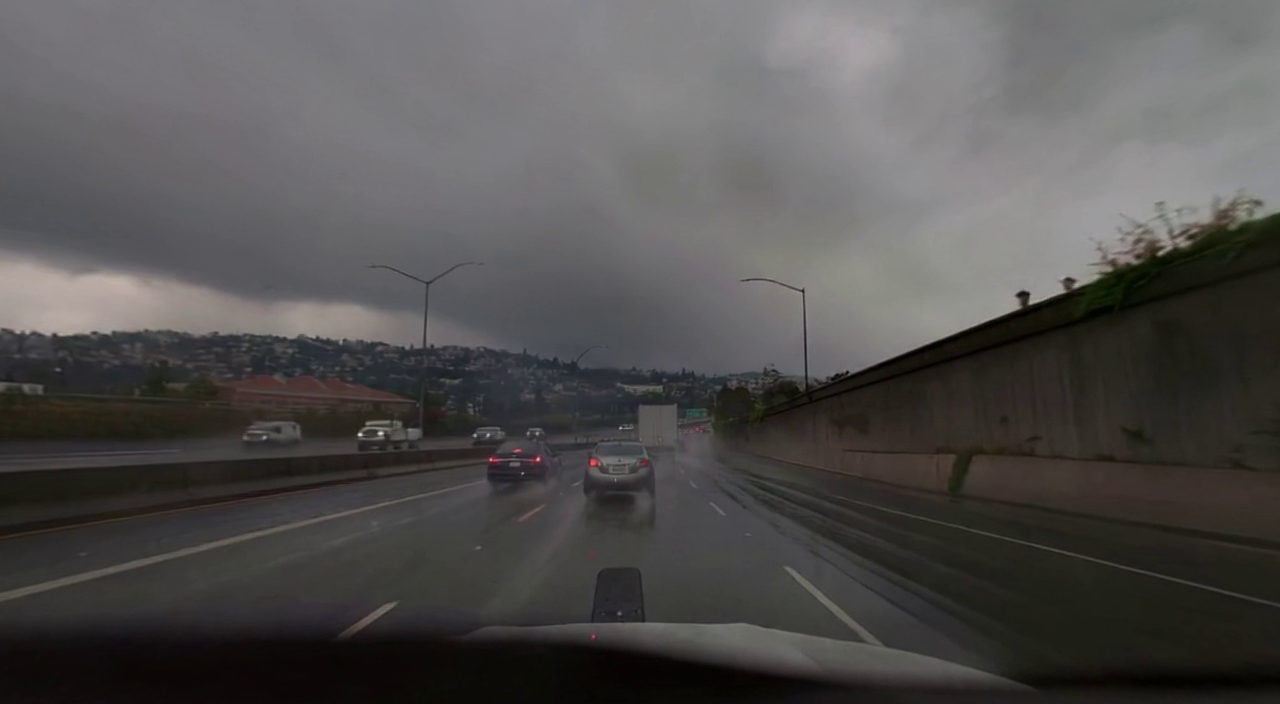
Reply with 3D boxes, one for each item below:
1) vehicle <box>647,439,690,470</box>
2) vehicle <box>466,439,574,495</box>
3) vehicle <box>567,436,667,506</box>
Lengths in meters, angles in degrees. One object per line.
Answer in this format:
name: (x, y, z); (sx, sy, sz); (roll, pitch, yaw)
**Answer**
vehicle: (1.607, 6.019, 37.298); (2.166, 1.666, 4.618); (0, -9, -2)
vehicle: (-3.467, 3.458, 19.385); (2.130, 1.474, 5.027); (-1, -9, 2)
vehicle: (-0.437, 2.866, 15.568); (2.136, 1.470, 3.971); (-1, -9, 2)
